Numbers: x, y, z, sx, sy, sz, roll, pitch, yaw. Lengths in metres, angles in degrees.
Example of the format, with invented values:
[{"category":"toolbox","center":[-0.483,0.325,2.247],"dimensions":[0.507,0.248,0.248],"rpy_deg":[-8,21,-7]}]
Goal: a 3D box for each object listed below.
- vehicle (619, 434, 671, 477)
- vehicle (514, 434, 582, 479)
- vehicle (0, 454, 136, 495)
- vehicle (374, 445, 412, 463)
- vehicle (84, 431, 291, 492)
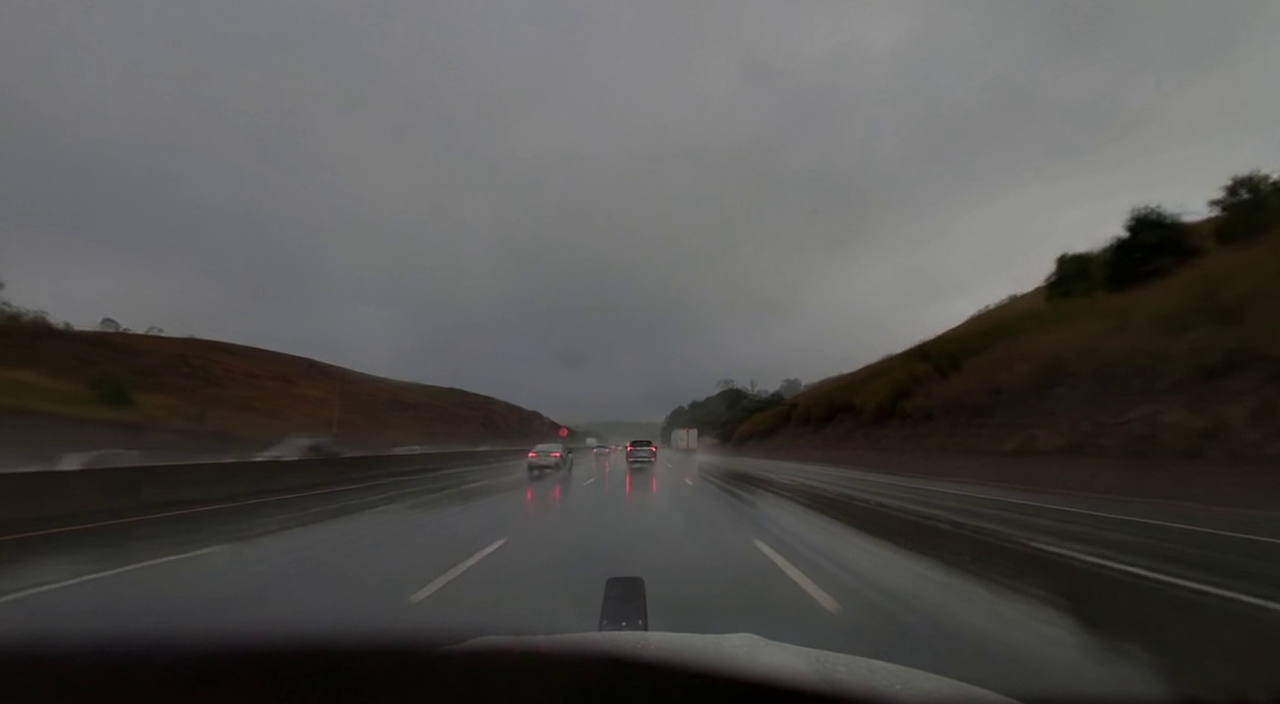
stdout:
[{"category":"vehicle","center":[0.204,4.464,27.395],"dimensions":[2.086,1.685,4.206],"rpy_deg":[0,-8,0]},{"category":"vehicle","center":[-3.694,4.302,26.138],"dimensions":[2.076,1.690,4.113],"rpy_deg":[0,-8,1]},{"category":"vehicle","center":[-23.668,4.927,25.740],"dimensions":[2.388,1.465,4.513],"rpy_deg":[0,-8,1]},{"category":"vehicle","center":[-18.800,7.760,48.030],"dimensions":[1.520,1.343,3.294],"rpy_deg":[0,-9,1]},{"category":"vehicle","center":[-16.149,3.956,23.254],"dimensions":[2.919,1.917,6.330],"rpy_deg":[0,-8,0]}]
